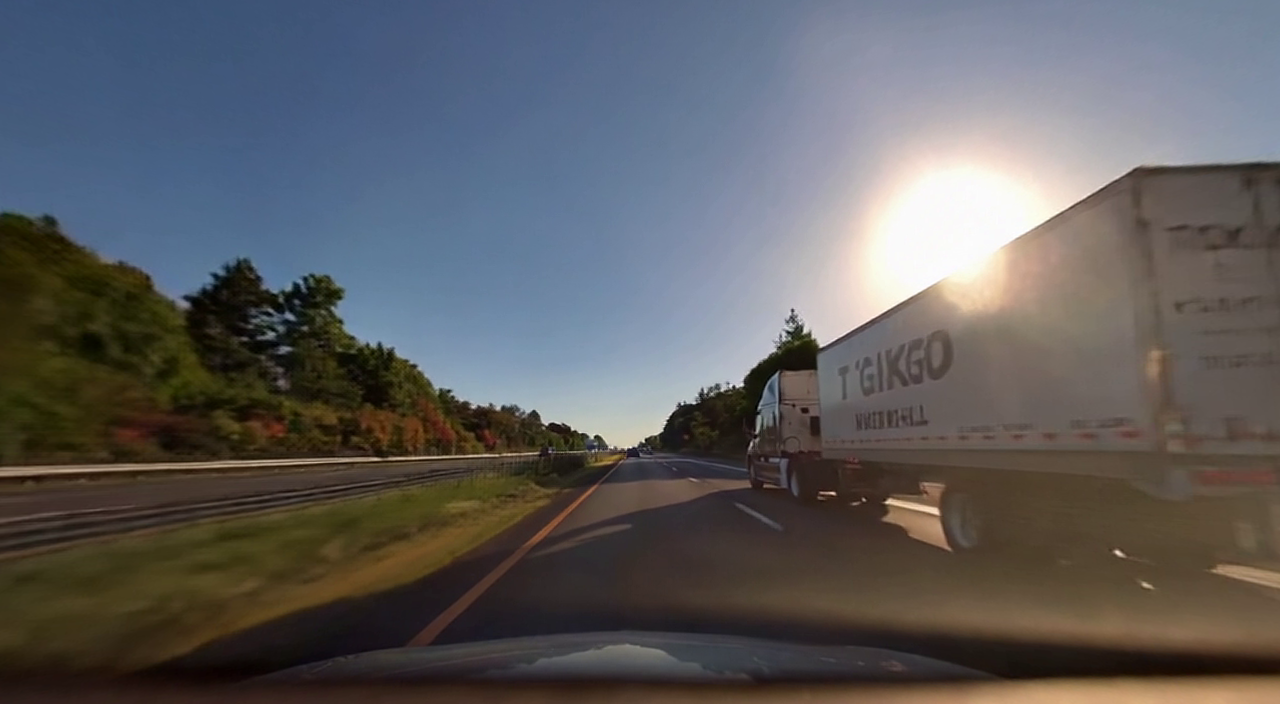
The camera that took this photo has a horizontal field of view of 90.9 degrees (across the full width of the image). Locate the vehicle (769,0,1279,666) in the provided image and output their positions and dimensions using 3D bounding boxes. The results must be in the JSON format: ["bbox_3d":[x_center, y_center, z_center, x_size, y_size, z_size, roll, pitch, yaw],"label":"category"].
[{"bbox_3d":[5.130,0.756,9.894,2.983,4.030,14.444,0,-9,-1],"label":"vehicle"}]
